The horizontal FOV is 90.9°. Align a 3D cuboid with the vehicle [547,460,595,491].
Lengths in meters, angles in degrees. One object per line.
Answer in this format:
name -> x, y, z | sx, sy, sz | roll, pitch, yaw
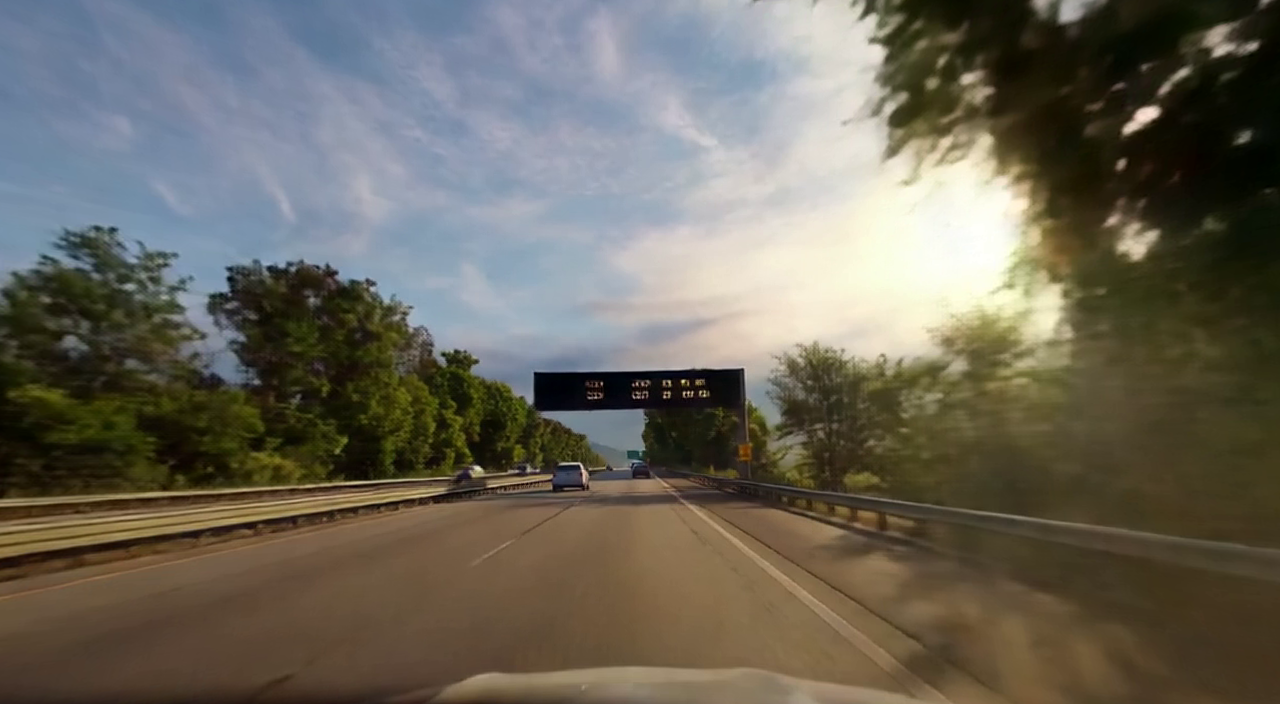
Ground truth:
vehicle -> -3.745, 6.801, 34.772 | 2.081, 1.586, 4.245 | 0, -10, 1
